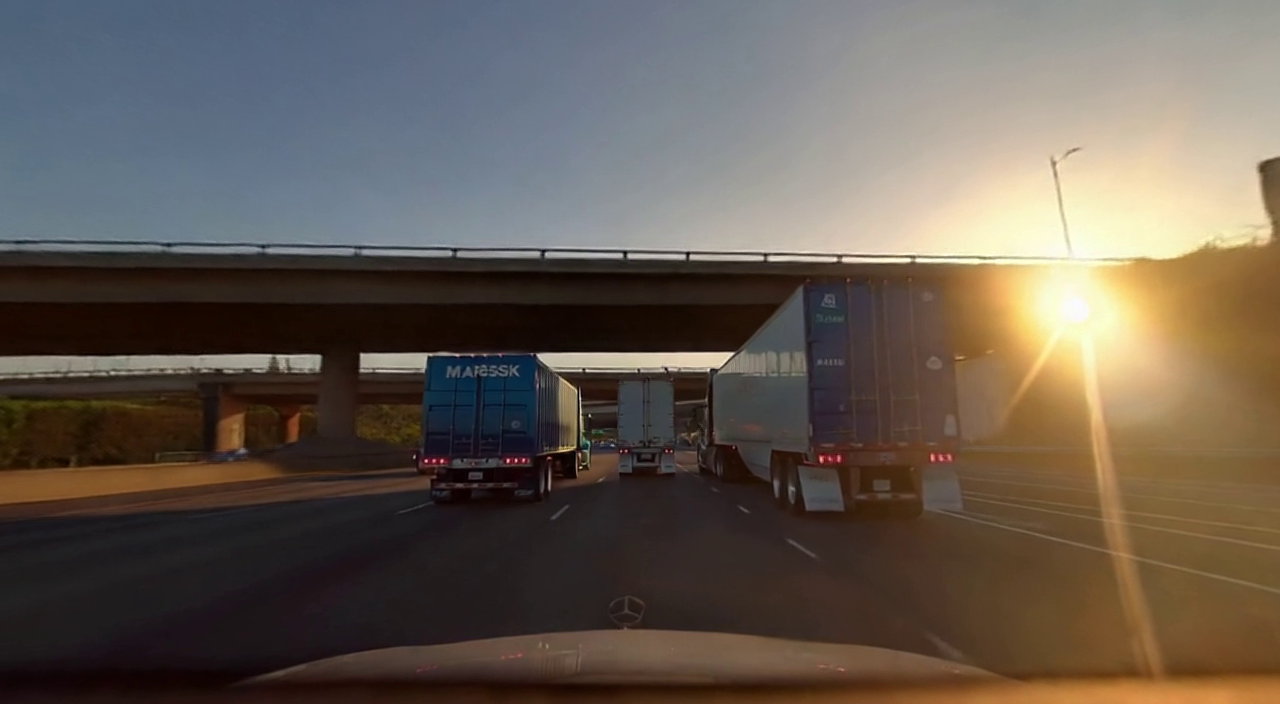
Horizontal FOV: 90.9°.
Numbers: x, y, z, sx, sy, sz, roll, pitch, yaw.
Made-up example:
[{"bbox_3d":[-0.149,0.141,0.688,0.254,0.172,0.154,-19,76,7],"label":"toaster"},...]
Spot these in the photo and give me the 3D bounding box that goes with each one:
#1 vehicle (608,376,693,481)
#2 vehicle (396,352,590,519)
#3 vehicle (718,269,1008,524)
[{"bbox_3d":[0.474,4.132,32.346,3.097,3.856,18.209,0,-8,1],"label":"vehicle"},{"bbox_3d":[-3.275,2.415,17.831,2.786,3.228,11.082,0,-8,0],"label":"vehicle"},{"bbox_3d":[4.477,1.730,17.577,2.887,4.178,14.553,0,-8,0],"label":"vehicle"}]
